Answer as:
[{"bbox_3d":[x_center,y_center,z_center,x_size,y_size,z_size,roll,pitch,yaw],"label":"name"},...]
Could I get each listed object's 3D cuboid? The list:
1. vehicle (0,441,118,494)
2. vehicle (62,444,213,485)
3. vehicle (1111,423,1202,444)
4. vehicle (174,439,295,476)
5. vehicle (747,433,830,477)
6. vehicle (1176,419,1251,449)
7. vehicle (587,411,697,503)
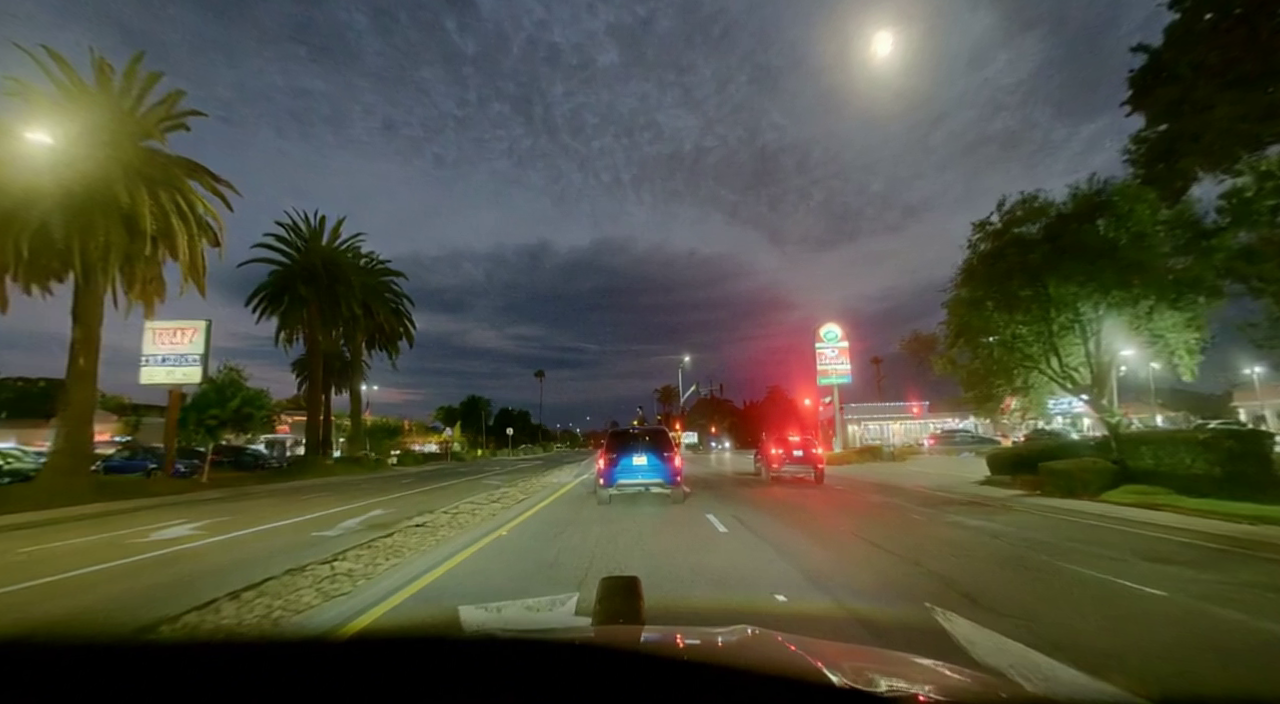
[{"bbox_3d":[-19.442,3.547,19.628,4.415,1.547,2.257,0,-8,0],"label":"vehicle"},{"bbox_3d":[-19.648,4.395,24.847,4.370,1.504,1.864,0,-8,2],"label":"vehicle"},{"bbox_3d":[37.562,5.972,46.082,4.677,1.478,1.821,-4,-9,24],"label":"vehicle"},{"bbox_3d":[-19.313,5.019,30.222,4.510,1.682,1.902,0,-8,2],"label":"vehicle"},{"bbox_3d":[5.791,4.087,25.273,2.086,1.560,4.542,0,-8,-2],"label":"vehicle"},{"bbox_3d":[29.687,4.285,32.862,1.869,1.427,4.687,-5,-10,30],"label":"vehicle"},{"bbox_3d":[-0.144,2.588,15.935,2.263,1.932,4.709,1,-8,-6],"label":"vehicle"}]
